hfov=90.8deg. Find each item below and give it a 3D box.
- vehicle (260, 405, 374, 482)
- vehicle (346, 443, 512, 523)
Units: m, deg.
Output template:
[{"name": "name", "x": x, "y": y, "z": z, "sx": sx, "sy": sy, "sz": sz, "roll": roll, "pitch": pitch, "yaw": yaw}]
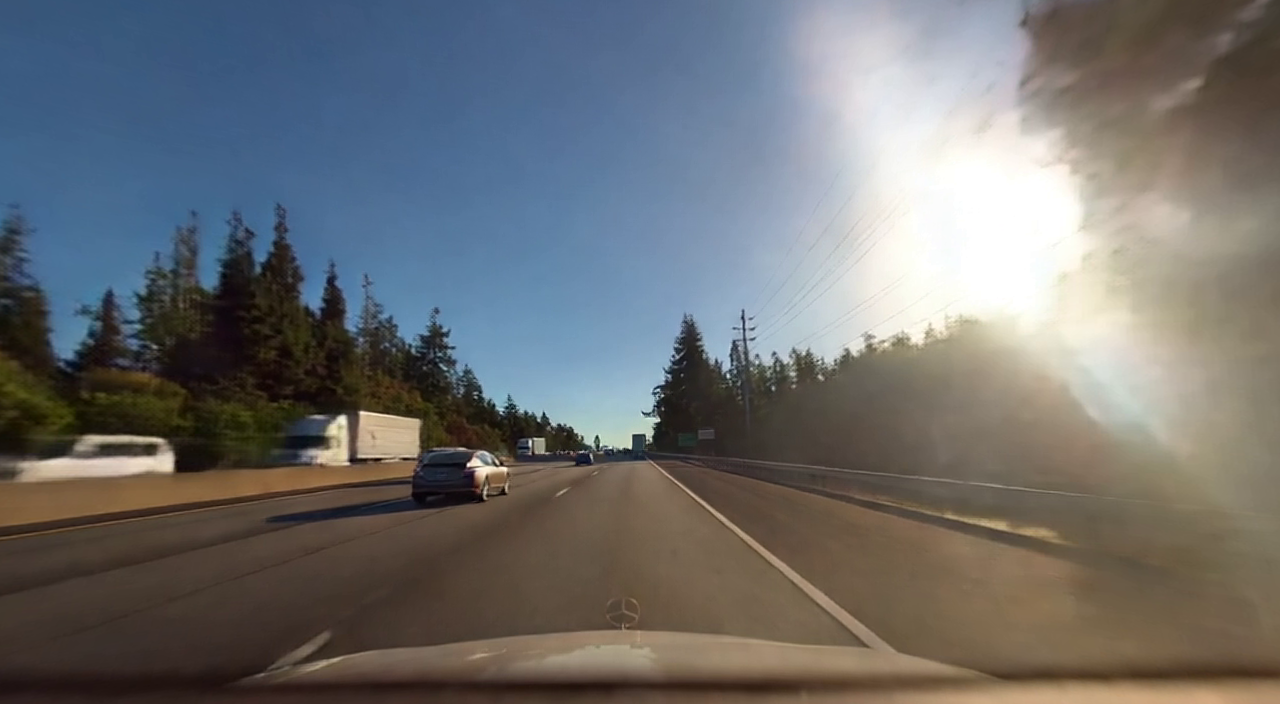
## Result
[{"name": "vehicle", "x": -17.968, "y": 5.220, "z": 35.728, "sx": 2.954, "sy": 3.922, "sz": 6.403, "roll": 0, "pitch": -9, "yaw": 0}, {"name": "vehicle", "x": -4.350, "y": 2.774, "z": 13.916, "sx": 2.106, "sy": 1.445, "sz": 4.404, "roll": 0, "pitch": -9, "yaw": 0}]
